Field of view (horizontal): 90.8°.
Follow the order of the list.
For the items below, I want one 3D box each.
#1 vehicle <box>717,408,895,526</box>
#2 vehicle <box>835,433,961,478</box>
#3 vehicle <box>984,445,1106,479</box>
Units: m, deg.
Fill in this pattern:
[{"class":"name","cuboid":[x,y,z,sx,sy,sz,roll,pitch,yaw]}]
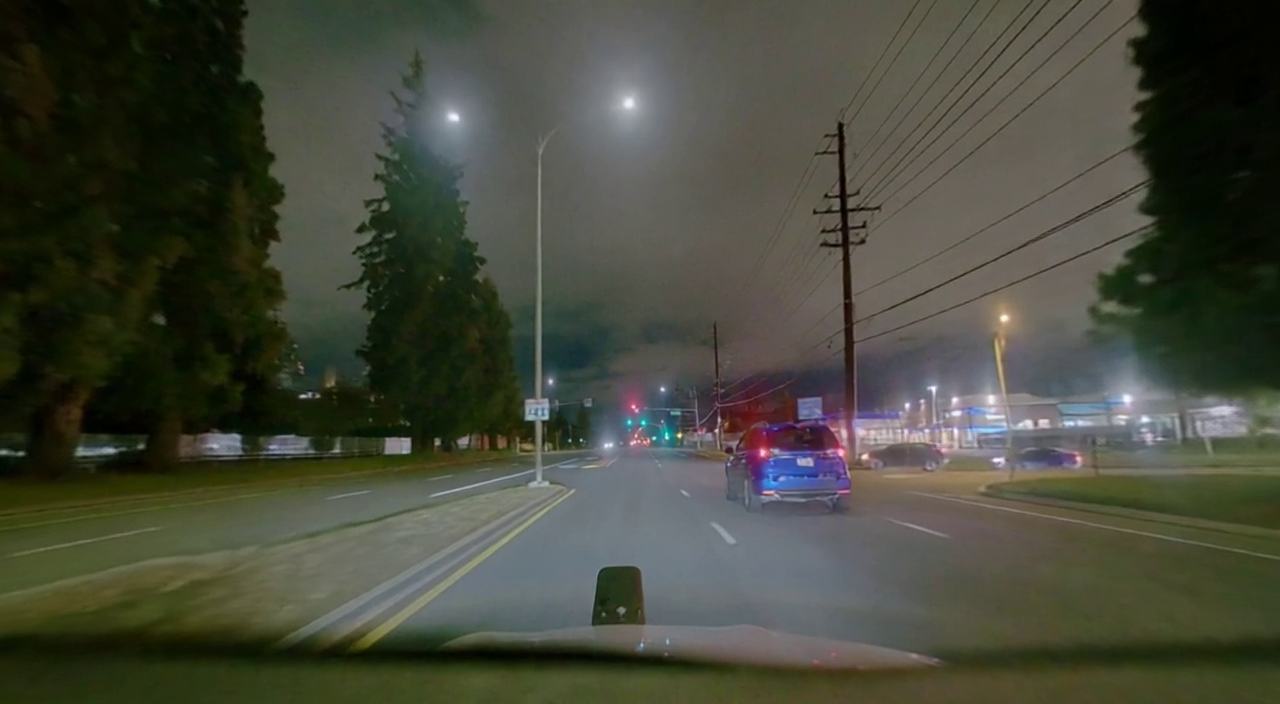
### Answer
[{"class":"vehicle","cuboid":[2.888,2.147,12.300,2.060,1.820,4.713,0,-8,-1]},{"class":"vehicle","cuboid":[11.716,4.740,28.947,4.801,1.802,2.022,-2,-9,-2]},{"class":"vehicle","cuboid":[18.545,5.037,29.094,4.208,1.434,2.021,0,-8,0]}]
